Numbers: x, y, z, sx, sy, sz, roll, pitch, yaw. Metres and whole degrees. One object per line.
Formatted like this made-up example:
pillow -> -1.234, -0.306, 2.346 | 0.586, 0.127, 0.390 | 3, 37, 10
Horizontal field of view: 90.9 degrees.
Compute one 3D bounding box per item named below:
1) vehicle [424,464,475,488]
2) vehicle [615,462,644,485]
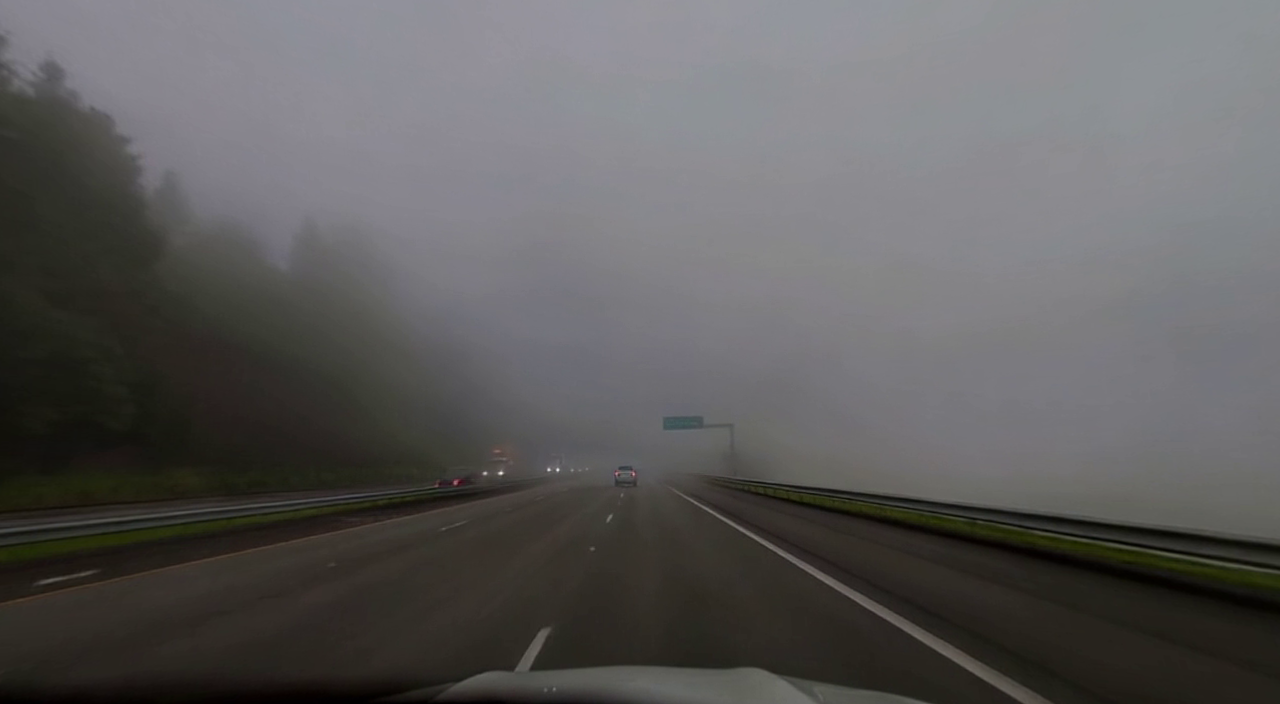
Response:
vehicle -> -13.001, 8.503, 43.343 | 2.022, 1.459, 4.613 | 1, -10, 1
vehicle -> -0.797, 9.307, 48.334 | 2.104, 1.655, 4.039 | 1, -10, 0
